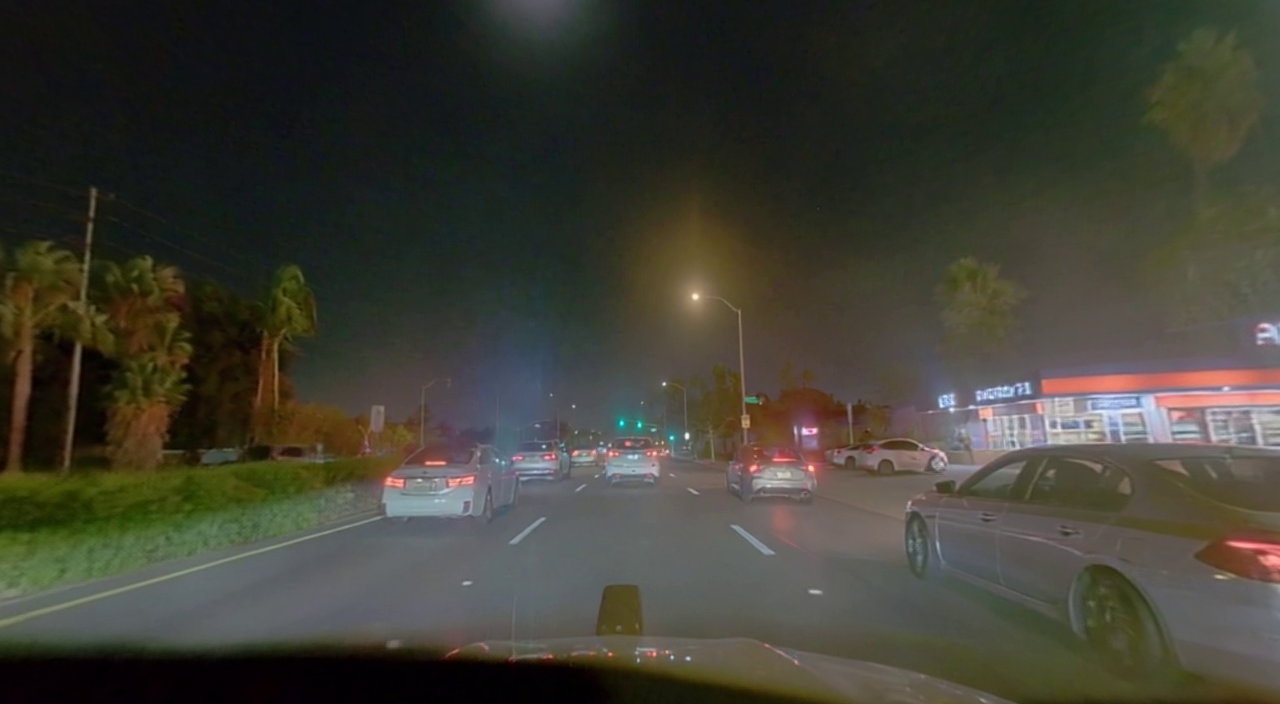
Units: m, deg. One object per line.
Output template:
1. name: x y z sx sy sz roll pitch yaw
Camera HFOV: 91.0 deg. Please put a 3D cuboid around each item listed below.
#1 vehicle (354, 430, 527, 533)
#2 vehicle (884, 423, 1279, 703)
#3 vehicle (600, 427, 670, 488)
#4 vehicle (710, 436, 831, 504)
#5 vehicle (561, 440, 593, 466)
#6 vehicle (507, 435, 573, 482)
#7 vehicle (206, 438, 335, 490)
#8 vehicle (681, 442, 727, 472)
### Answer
1. vehicle: -3.353 2.234 11.517 1.864 1.505 4.202 0 -8 -1
2. vehicle: 3.621 1.306 4.578 1.867 1.448 4.436 0 -8 -1
3. vehicle: -0.154 3.556 21.626 2.164 1.867 4.254 0 -8 0
4. vehicle: 3.117 2.912 16.115 1.977 1.480 4.589 0 -8 -2
5. vehicle: -4.213 6.832 42.688 1.871 1.673 3.920 0 -8 -1
6. vehicle: -3.896 4.195 25.197 1.932 1.695 4.235 0 -8 0
7. vehicle: -13.905 4.211 24.087 2.113 1.772 4.591 0 -8 0
8. vehicle: 3.319 5.545 33.367 1.880 1.476 3.932 0 -8 -2
